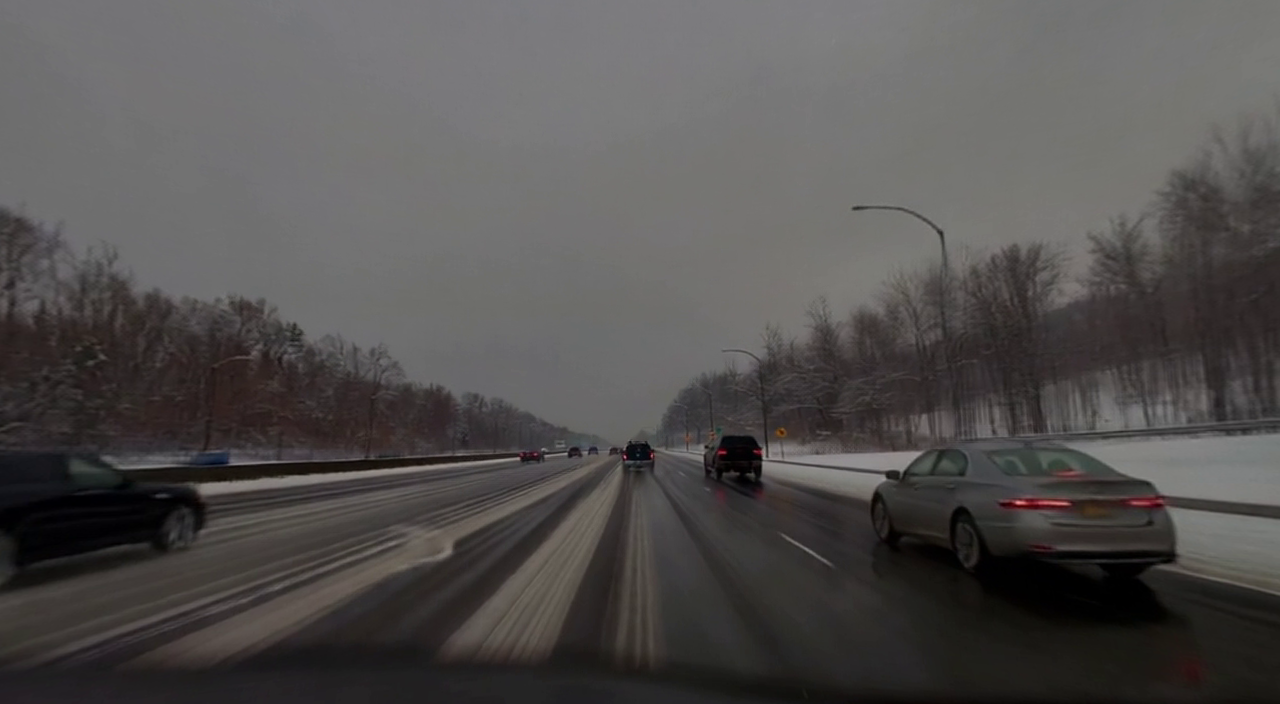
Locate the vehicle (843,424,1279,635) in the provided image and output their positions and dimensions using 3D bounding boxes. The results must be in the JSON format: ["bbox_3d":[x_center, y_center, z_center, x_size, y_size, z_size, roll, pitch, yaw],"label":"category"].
[{"bbox_3d":[4.087,1.660,6.993,2.057,1.508,4.767,0,-9,0],"label":"vehicle"}]

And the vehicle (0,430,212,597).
[{"bbox_3d":[-6.946,1.573,6.320,2.014,1.526,4.577,0,-9,1],"label":"vehicle"}]

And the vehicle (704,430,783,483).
[{"bbox_3d":[4.280,4.483,27.182,2.388,1.998,5.749,0,-9,0],"label":"vehicle"}]

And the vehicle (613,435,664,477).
[{"bbox_3d":[-0.060,5.269,32.064,2.372,1.957,5.121,0,-9,1],"label":"vehicle"}]
